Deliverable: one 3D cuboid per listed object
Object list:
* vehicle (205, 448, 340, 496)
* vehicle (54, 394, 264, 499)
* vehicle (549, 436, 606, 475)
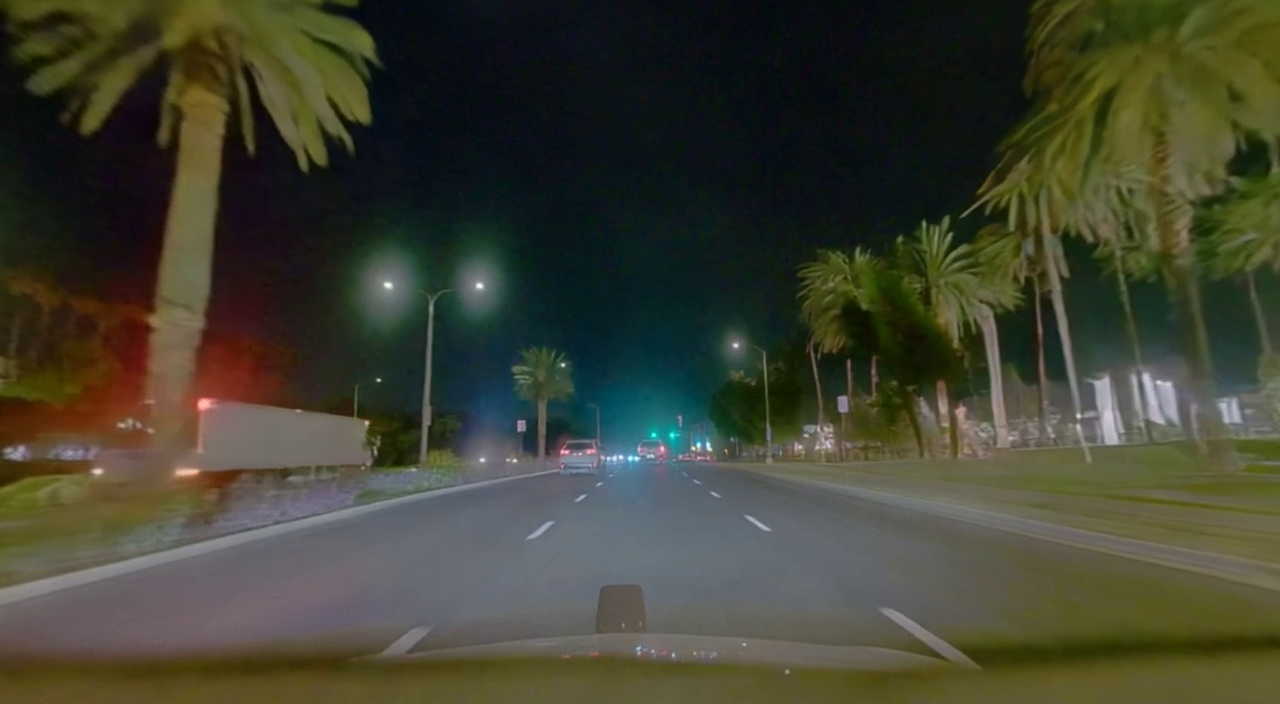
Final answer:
[{"bbox_3d":[-16.075,5.257,27.998,2.402,1.844,5.766,0,-8,2],"label":"vehicle"},{"bbox_3d":[-20.799,4.288,27.958,3.298,4.031,7.060,0,-10,3],"label":"vehicle"},{"bbox_3d":[-3.100,5.246,31.990,2.188,1.819,4.667,-1,-8,3],"label":"vehicle"}]
